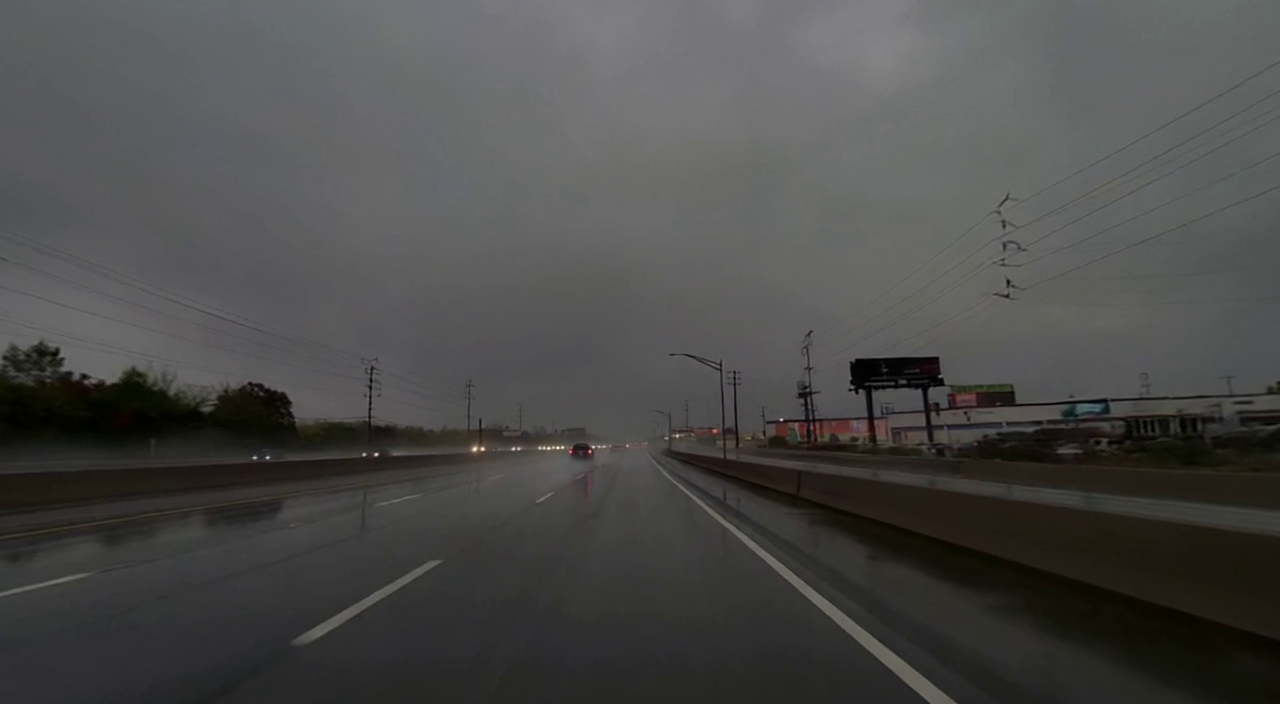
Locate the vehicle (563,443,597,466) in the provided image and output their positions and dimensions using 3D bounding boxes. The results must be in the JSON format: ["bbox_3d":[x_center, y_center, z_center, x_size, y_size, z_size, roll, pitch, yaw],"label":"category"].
[{"bbox_3d":[-4.219,7.271,45.018,1.940,1.479,4.545,0,-9,0],"label":"vehicle"}]
